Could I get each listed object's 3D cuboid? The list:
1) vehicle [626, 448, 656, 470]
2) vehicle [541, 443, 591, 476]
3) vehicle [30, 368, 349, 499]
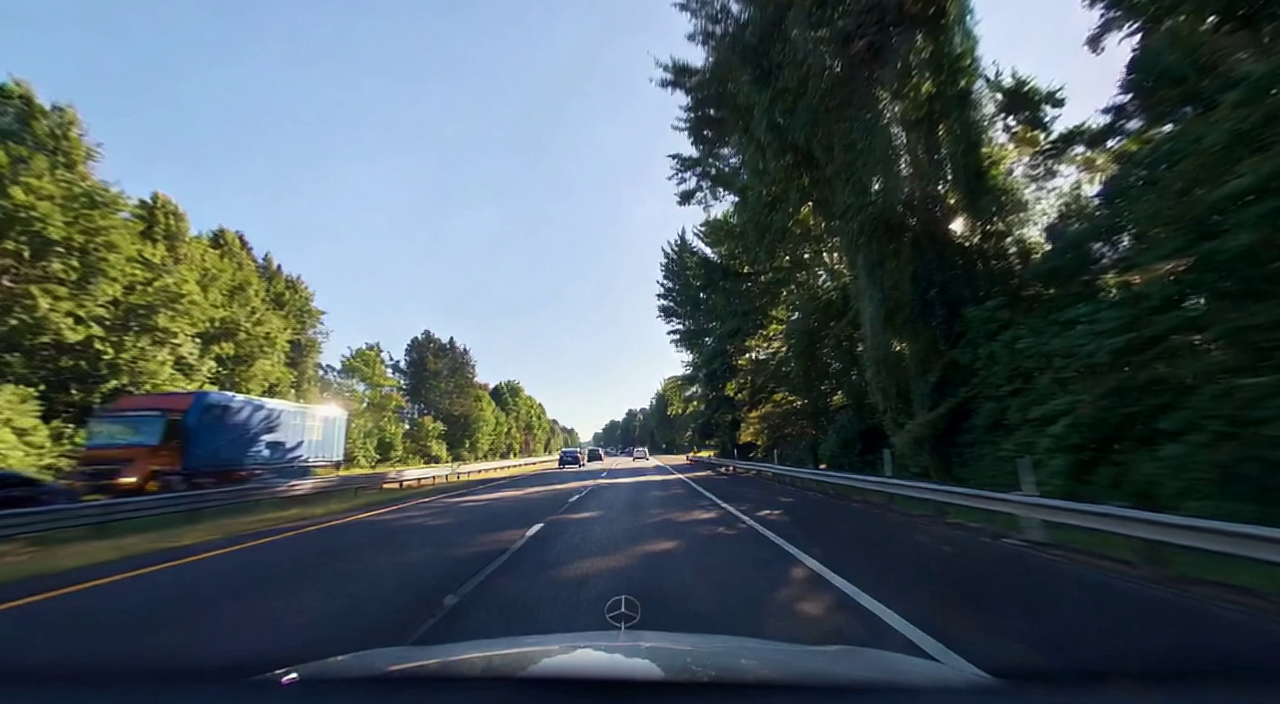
[{"bbox_3d":[0.088,7.605,45.193,2.046,1.452,4.407,0,-9,0],"label":"vehicle"},{"bbox_3d":[-3.888,5.756,33.963,2.182,1.629,4.263,0,-9,0],"label":"vehicle"},{"bbox_3d":[-16.814,3.495,26.128,2.854,3.933,14.220,0,-9,-1],"label":"vehicle"}]
